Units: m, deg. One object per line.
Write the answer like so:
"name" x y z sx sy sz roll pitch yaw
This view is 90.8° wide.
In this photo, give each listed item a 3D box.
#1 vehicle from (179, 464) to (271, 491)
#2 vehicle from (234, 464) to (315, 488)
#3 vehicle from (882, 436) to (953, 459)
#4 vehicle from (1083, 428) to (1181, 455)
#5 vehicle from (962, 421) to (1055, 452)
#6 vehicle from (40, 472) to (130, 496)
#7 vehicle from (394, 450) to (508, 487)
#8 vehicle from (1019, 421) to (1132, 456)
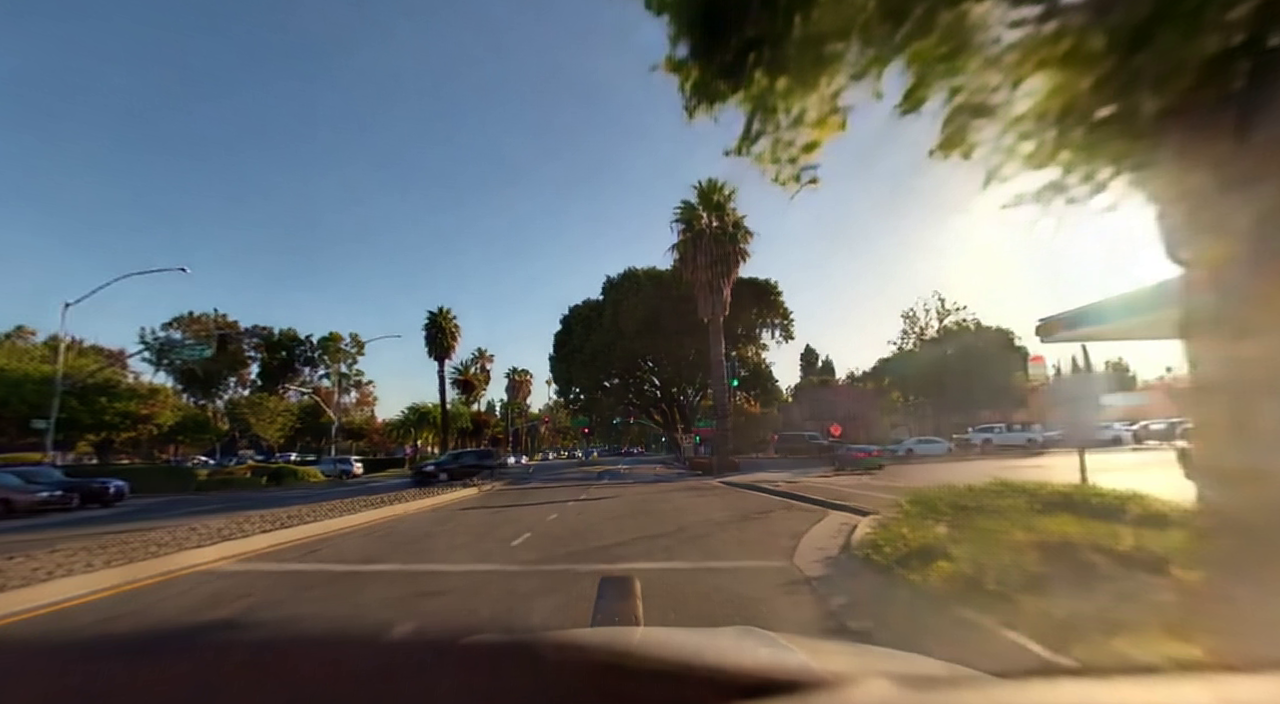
"vehicle" -25.599 7.755 39.075 4.407 1.565 1.861 0 -9 2
"vehicle" -25.806 8.761 44.732 4.448 1.525 1.835 1 -9 -4
"vehicle" 21.641 7.450 49.415 4.578 1.756 2.042 1 -9 -6
"vehicle" 30.362 5.537 39.073 4.286 1.519 2.070 -1 -9 -2
"vehicle" 28.970 6.701 49.852 5.625 2.303 2.592 0 -9 2
"vehicle" -37.779 8.989 43.057 4.182 1.452 1.954 0 -9 -1
"vehicle" -8.327 5.131 28.286 1.920 1.496 4.763 -5 -10 31
"vehicle" 30.458 6.081 44.301 6.052 2.171 2.511 -2 -8 -5
